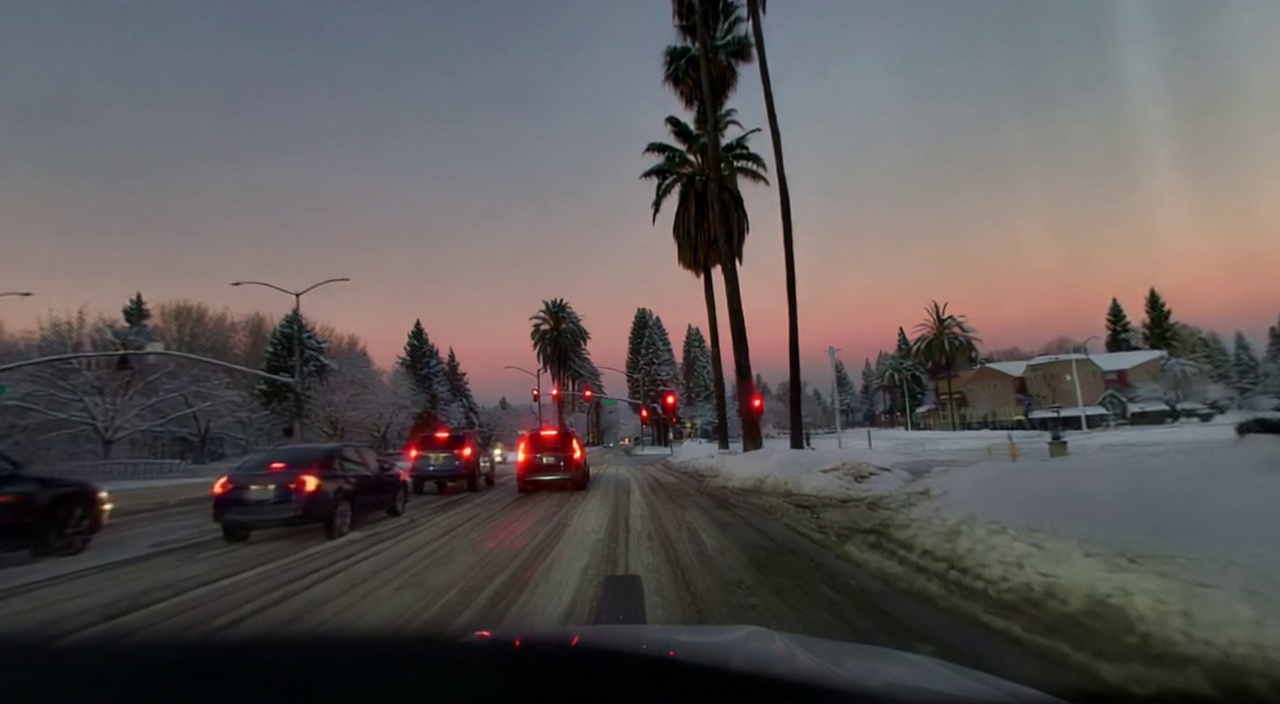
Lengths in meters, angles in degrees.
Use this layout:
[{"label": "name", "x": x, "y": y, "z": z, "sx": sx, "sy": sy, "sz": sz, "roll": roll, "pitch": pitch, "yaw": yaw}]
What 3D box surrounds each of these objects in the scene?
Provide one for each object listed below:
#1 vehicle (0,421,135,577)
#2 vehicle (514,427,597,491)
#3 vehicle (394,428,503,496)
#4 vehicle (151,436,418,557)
[{"label": "vehicle", "x": -8.811, "y": 1.700, "z": 7.120, "sx": 2.178, "sy": 1.864, "sz": 5.005, "roll": 0, "pitch": -9, "yaw": -2}, {"label": "vehicle", "x": -2.483, "y": 3.301, "z": 19.731, "sx": 2.153, "sy": 1.759, "sz": 4.320, "roll": 0, "pitch": -9, "yaw": -2}, {"label": "vehicle", "x": -5.850, "y": 3.426, "z": 20.036, "sx": 2.025, "sy": 1.862, "sz": 4.804, "roll": 0, "pitch": -9, "yaw": -1}, {"label": "vehicle", "x": -5.538, "y": 2.275, "z": 10.780, "sx": 1.885, "sy": 1.567, "sz": 4.775, "roll": 0, "pitch": -9, "yaw": -2}]
